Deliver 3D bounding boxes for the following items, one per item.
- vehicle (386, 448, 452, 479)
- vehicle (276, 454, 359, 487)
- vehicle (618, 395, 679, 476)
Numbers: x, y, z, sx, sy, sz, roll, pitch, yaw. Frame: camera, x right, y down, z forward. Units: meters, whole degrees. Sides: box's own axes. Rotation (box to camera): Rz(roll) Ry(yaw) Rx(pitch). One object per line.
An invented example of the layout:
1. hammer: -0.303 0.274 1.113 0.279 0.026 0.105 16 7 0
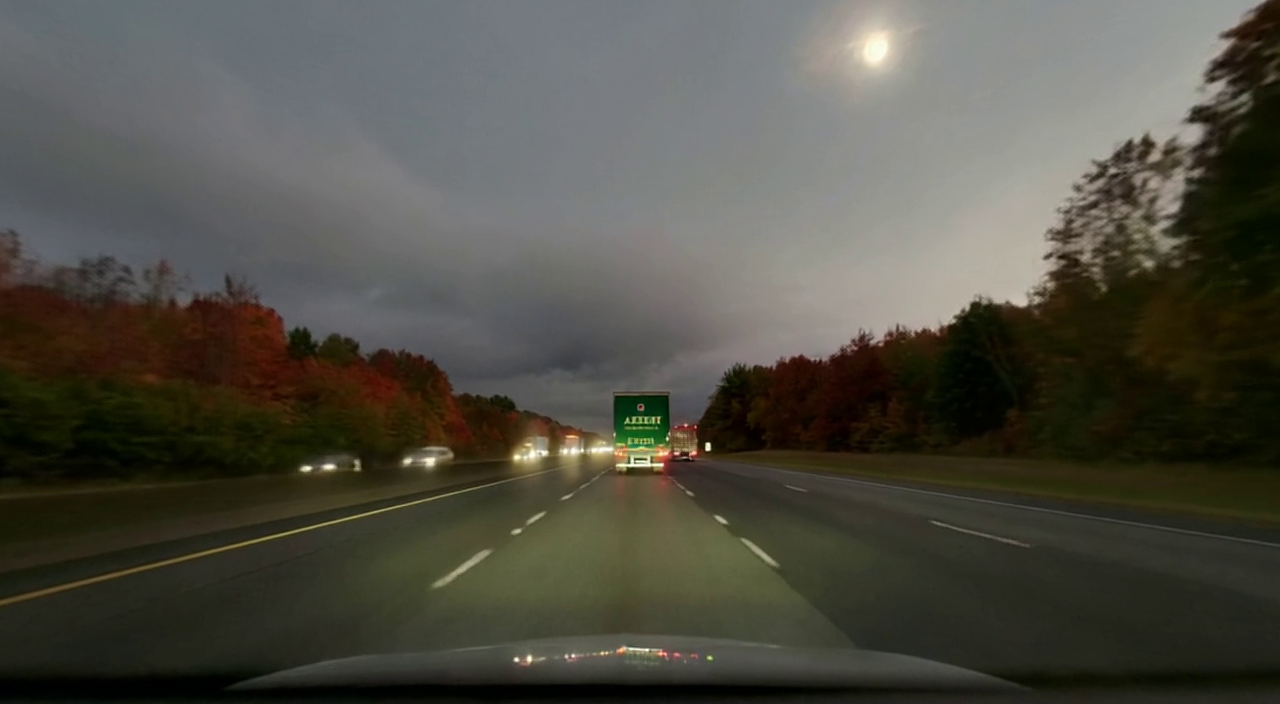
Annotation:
1. vehicle: -12.390 6.259 35.415 2.171 1.661 3.953 0 -9 1
2. vehicle: -16.136 5.915 31.604 1.914 1.506 4.103 0 -9 1
3. vehicle: 0.400 5.037 37.255 3.057 4.073 10.792 0 -9 0
